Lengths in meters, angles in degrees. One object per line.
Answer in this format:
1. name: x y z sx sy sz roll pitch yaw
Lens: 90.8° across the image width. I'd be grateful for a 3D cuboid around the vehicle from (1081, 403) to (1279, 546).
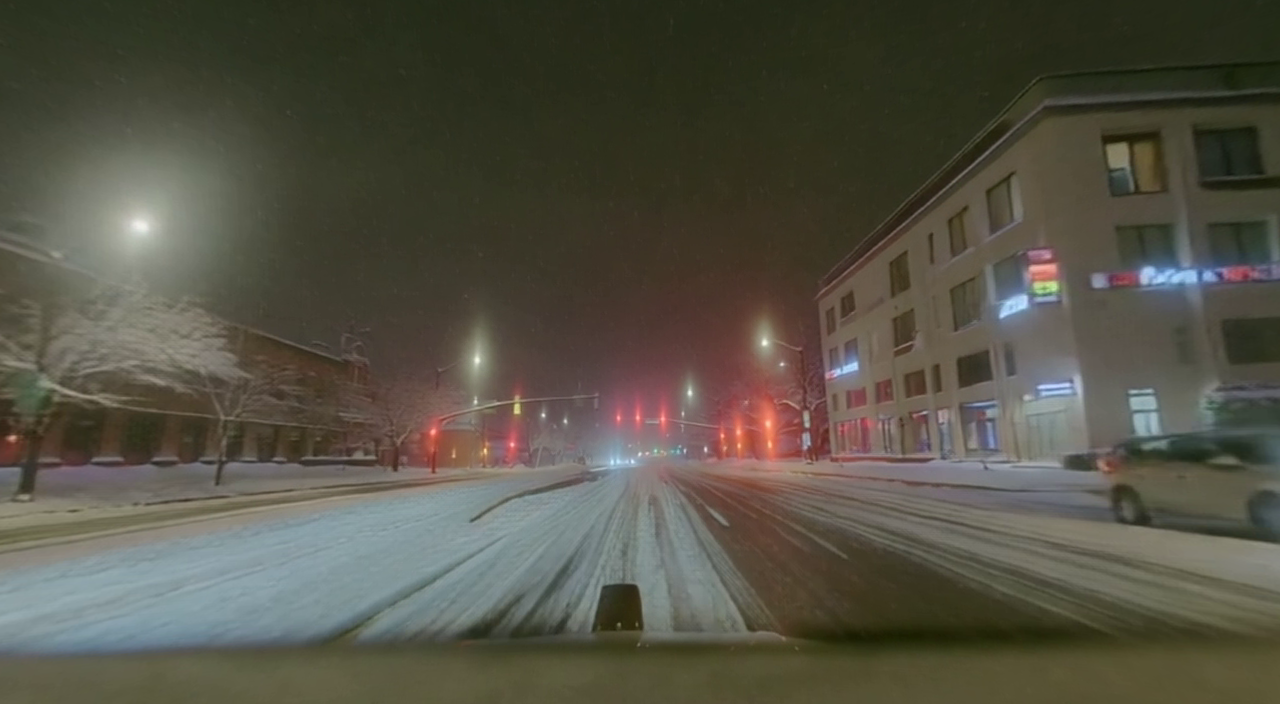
1. vehicle: 10.021 1.984 10.495 2.101 1.957 4.718 -1 -9 3
